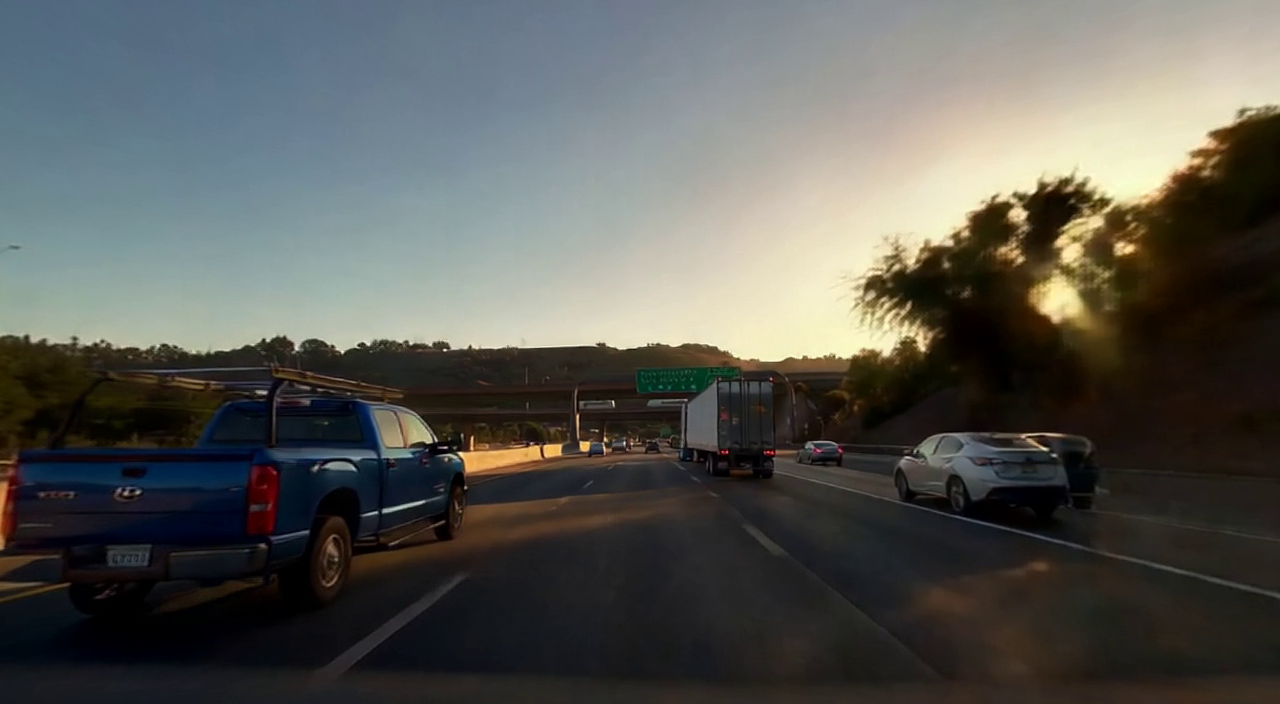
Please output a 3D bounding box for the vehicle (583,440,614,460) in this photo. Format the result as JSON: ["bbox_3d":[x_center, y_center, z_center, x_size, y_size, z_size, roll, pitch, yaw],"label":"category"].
[{"bbox_3d":[-3.220,7.716,49.650,2.077,1.446,4.106,0,-8,0],"label":"vehicle"}]

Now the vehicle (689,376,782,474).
[{"bbox_3d":[4.435,3.968,32.577,2.885,4.036,12.891,0,-8,0],"label":"vehicle"}]

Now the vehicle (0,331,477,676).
[{"bbox_3d":[-3.959,1.350,6.971,2.599,2.054,6.288,0,-8,0],"label":"vehicle"}]

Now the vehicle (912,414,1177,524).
[{"bbox_3d":[7.334,2.169,12.214,1.999,1.700,4.640,0,-8,0],"label":"vehicle"}]
